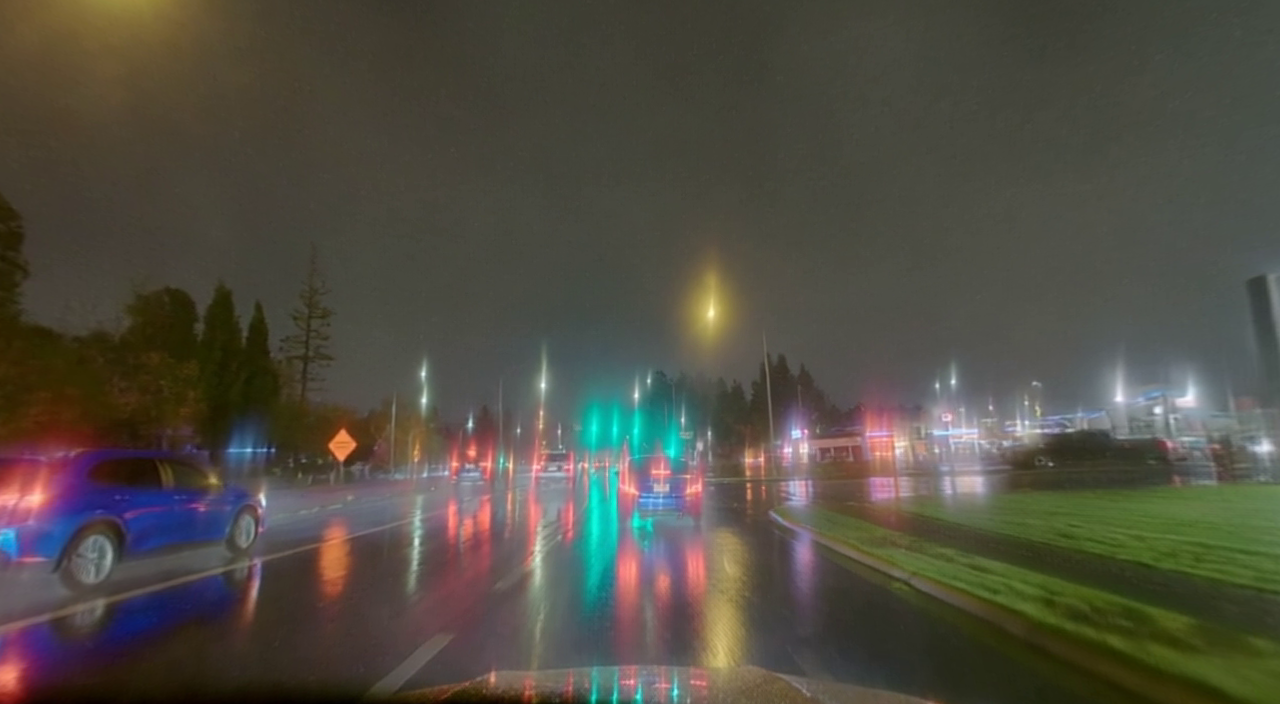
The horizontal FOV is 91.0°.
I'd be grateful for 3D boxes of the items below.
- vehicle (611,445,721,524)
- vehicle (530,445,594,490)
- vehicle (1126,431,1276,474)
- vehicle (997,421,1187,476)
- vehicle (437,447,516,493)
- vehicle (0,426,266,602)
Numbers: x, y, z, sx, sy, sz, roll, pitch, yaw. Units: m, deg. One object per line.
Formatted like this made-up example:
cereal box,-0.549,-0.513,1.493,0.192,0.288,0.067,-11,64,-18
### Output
vehicle,0.518,2.831,14.053,2.091,1.494,3.962,0,-8,1
vehicle,-3.241,4.925,27.281,2.055,1.725,4.732,0,-9,1
vehicle,22.257,4.010,25.136,4.220,1.550,1.935,-8,-12,43
vehicle,18.003,3.870,25.337,5.852,1.962,2.323,-8,-11,41
vehicle,-6.860,4.964,26.976,2.032,1.767,4.549,0,-9,1
vehicle,-7.050,1.842,7.957,1.968,1.657,4.230,0,-9,1
